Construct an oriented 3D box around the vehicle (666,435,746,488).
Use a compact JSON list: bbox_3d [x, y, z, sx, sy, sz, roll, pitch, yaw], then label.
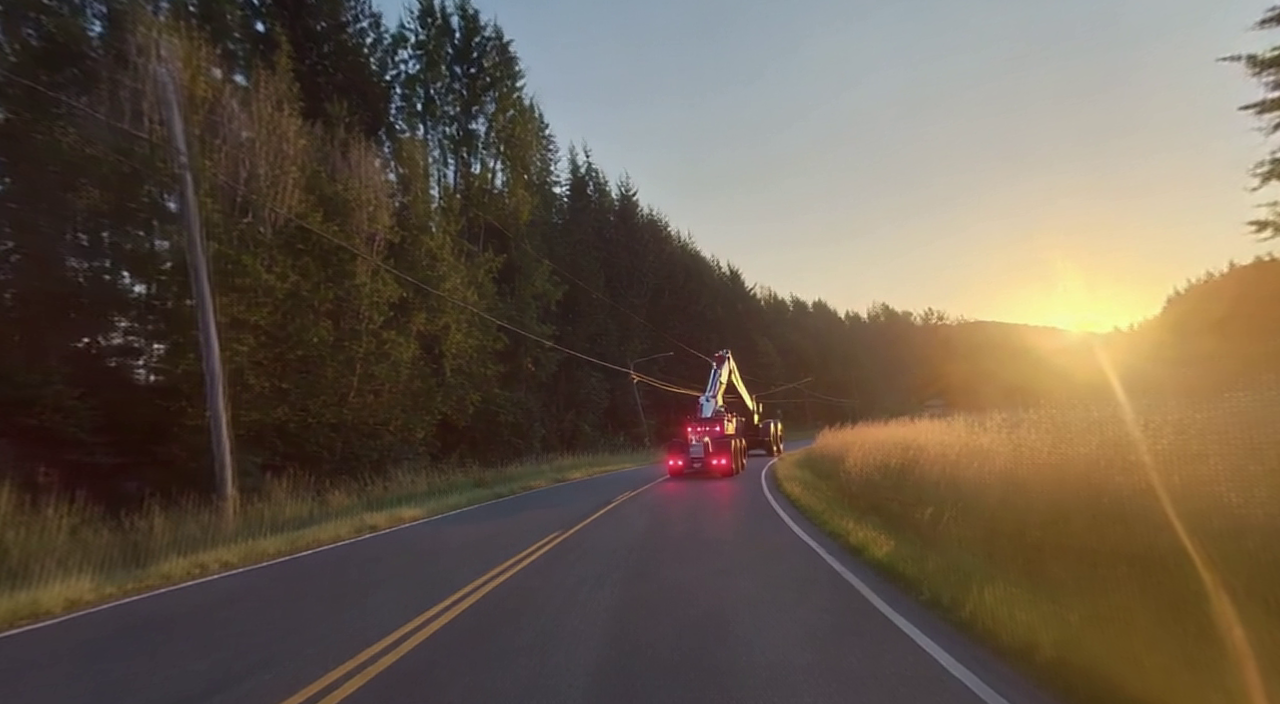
[{"bbox_3d":[2.133,3.401,19.857,2.196,1.465,4.294,-1,-8,8],"label":"vehicle"}]
